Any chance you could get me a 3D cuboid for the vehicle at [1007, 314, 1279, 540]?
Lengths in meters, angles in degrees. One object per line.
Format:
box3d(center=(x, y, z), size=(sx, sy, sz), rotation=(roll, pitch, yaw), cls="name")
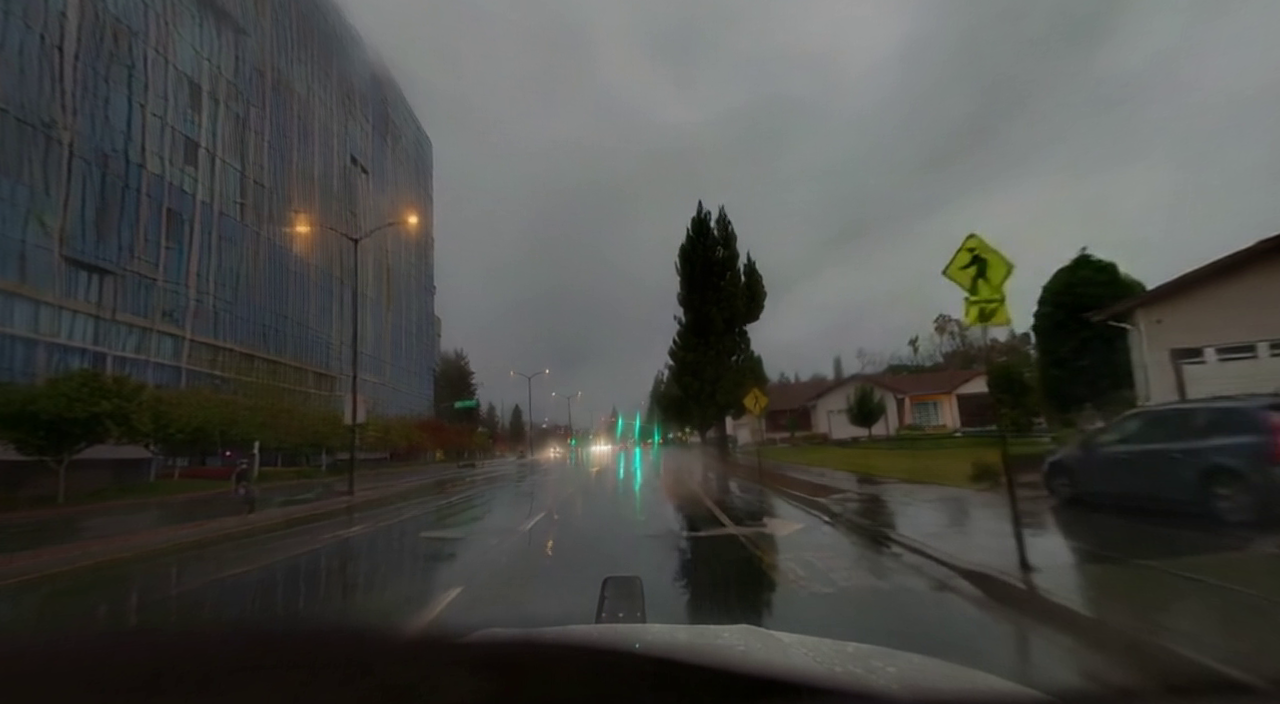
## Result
box3d(center=(6.660, 0.921, 7.274), size=(2.038, 1.941, 4.943), rotation=(0, -8, 2), cls="vehicle")
